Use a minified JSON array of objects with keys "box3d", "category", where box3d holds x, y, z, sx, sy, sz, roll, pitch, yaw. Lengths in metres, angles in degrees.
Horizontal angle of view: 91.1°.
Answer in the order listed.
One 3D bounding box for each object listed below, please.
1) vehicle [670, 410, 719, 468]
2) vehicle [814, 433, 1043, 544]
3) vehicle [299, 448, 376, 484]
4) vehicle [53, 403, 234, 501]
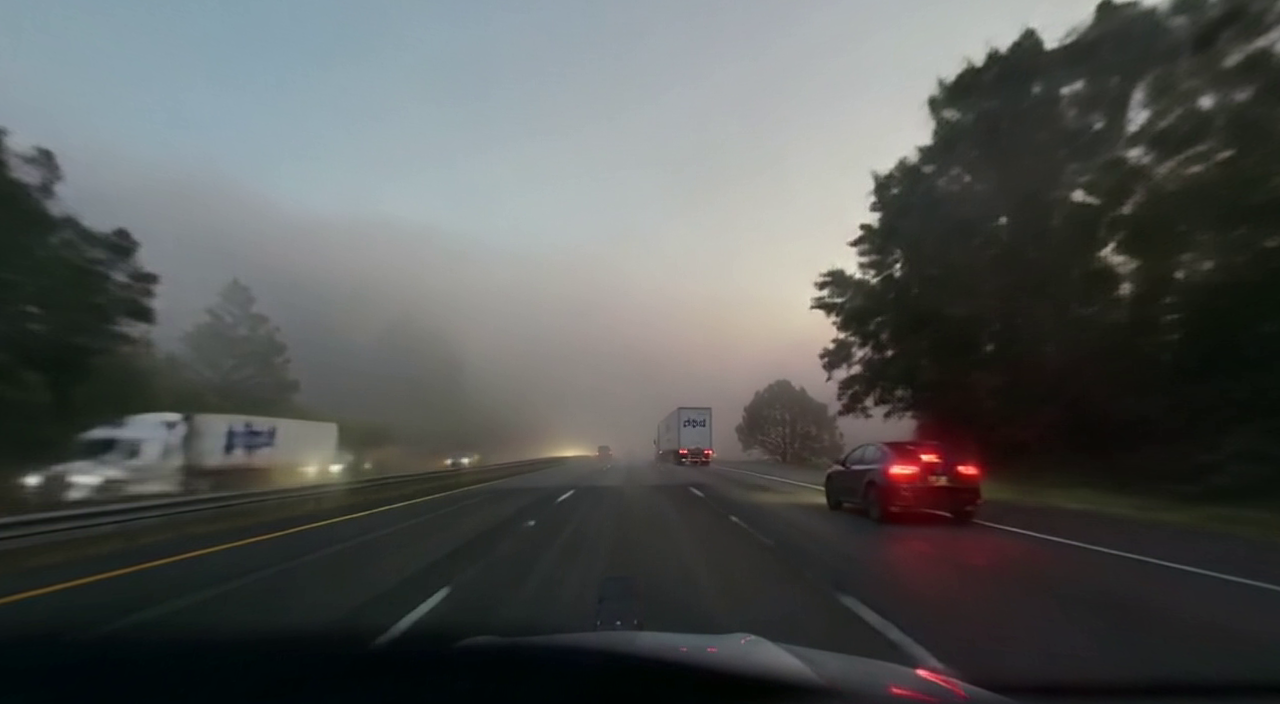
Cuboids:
[{"box3d":[3.895,6.555,46.911,2.856,3.933,8.334,0,-9,0],"category":"vehicle"},{"box3d":[4.457,2.150,10.486,1.910,1.474,3.776,0,-9,-2],"category":"vehicle"},{"box3d":[-17.062,6.425,35.785,2.063,1.857,4.825,0,-9,-1],"category":"vehicle"},{"box3d":[-21.415,4.377,27.695,2.936,3.817,5.912,0,-9,0],"category":"vehicle"}]
